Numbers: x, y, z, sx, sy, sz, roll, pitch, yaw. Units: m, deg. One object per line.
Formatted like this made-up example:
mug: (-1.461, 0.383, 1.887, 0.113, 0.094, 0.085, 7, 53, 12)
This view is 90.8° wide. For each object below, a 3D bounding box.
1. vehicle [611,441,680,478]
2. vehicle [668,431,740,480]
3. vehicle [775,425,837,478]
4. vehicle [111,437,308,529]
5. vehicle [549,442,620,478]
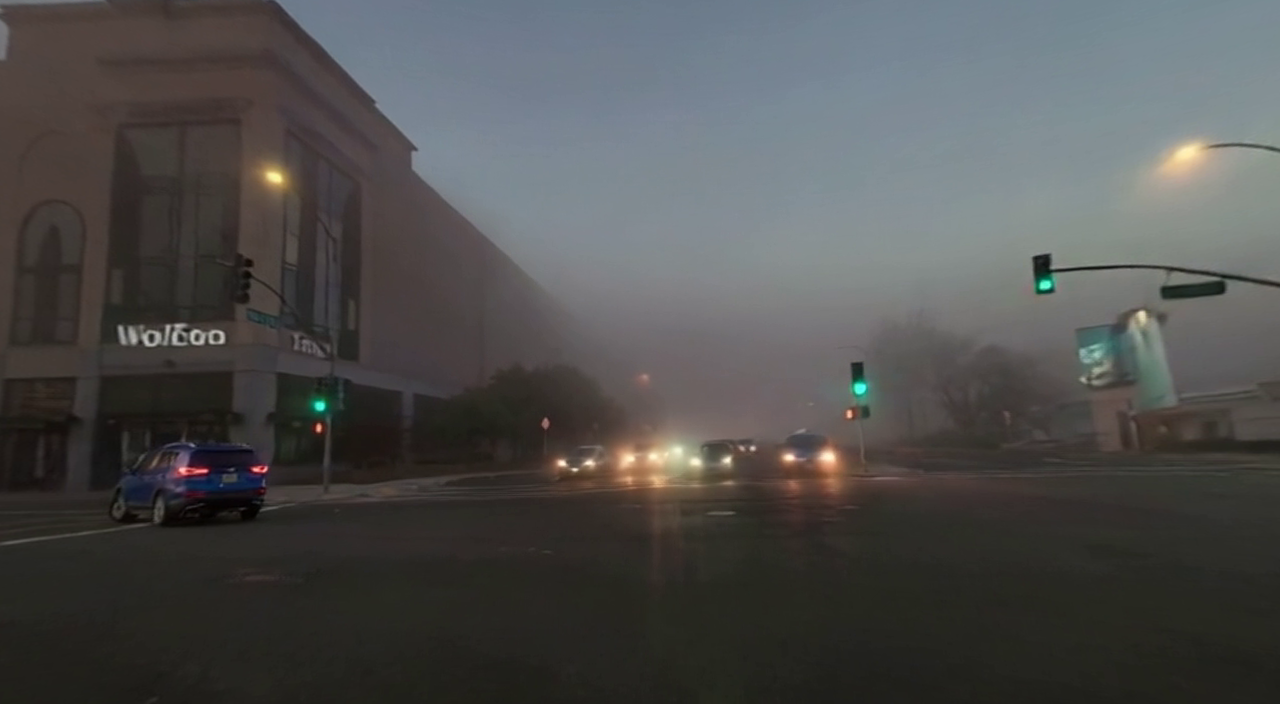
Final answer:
vehicle: (0.340, 4.930, 29.174, 2.163, 1.529, 4.210, -3, -9, 15)
vehicle: (2.752, 4.227, 26.024, 2.162, 1.788, 4.602, -3, -9, 15)
vehicle: (6.742, 4.075, 26.067, 2.160, 1.948, 4.784, -3, -9, 12)
vehicle: (-9.932, 2.898, 14.520, 4.445, 1.762, 2.238, -7, -11, 36)
vehicle: (-2.593, 5.207, 30.674, 2.005, 1.596, 4.342, -3, -9, 16)
